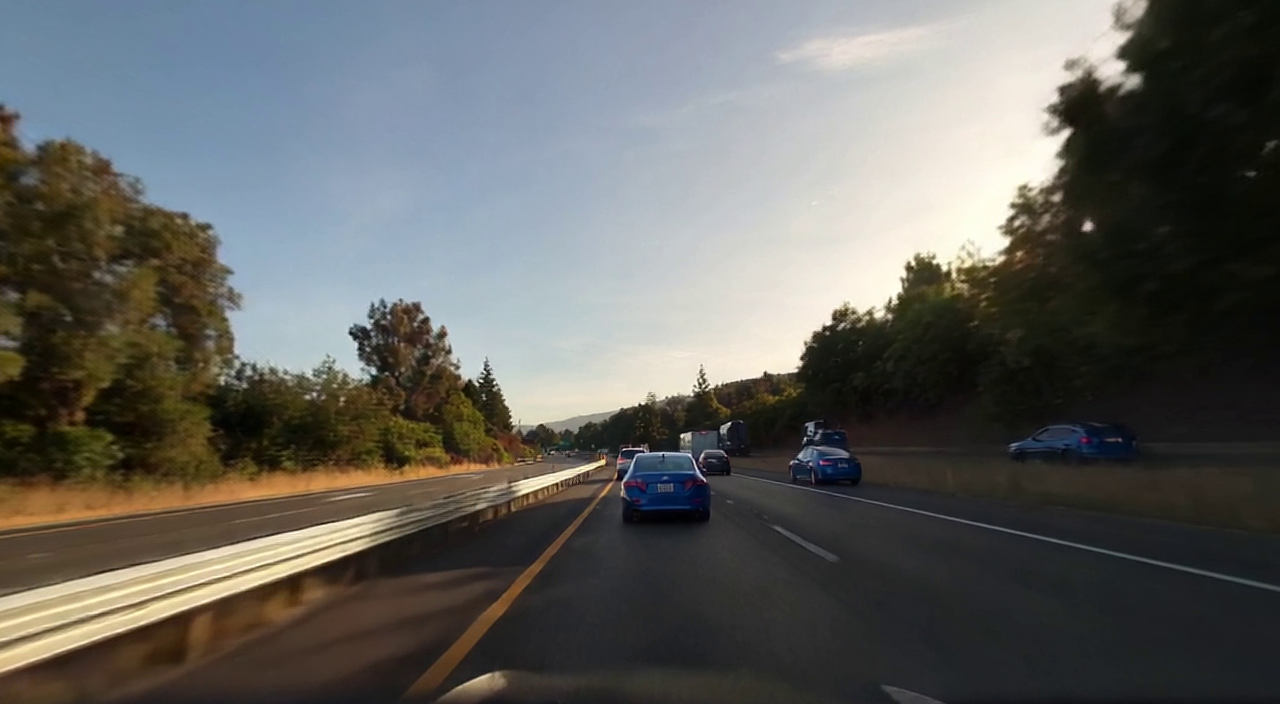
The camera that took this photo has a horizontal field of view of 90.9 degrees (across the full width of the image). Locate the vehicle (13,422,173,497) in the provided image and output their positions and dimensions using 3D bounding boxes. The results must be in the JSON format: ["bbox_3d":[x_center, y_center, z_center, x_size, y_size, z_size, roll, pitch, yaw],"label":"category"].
[{"bbox_3d":[-33.496,6.593,39.192,2.902,3.981,7.819,-3,-8,0],"label":"vehicle"}]

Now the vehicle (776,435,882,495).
[{"bbox_3d":[6.361,3.879,21.851,2.177,1.827,4.565,0,-9,-1],"label":"vehicle"}]

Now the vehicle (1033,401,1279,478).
[{"bbox_3d":[31.570,5.652,39.998,2.822,3.996,14.073,1,-9,-7],"label":"vehicle"}]

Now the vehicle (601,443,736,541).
[{"bbox_3d":[0.418,2.469,11.712,2.076,1.485,3.774,0,-9,-1],"label":"vehicle"}]
